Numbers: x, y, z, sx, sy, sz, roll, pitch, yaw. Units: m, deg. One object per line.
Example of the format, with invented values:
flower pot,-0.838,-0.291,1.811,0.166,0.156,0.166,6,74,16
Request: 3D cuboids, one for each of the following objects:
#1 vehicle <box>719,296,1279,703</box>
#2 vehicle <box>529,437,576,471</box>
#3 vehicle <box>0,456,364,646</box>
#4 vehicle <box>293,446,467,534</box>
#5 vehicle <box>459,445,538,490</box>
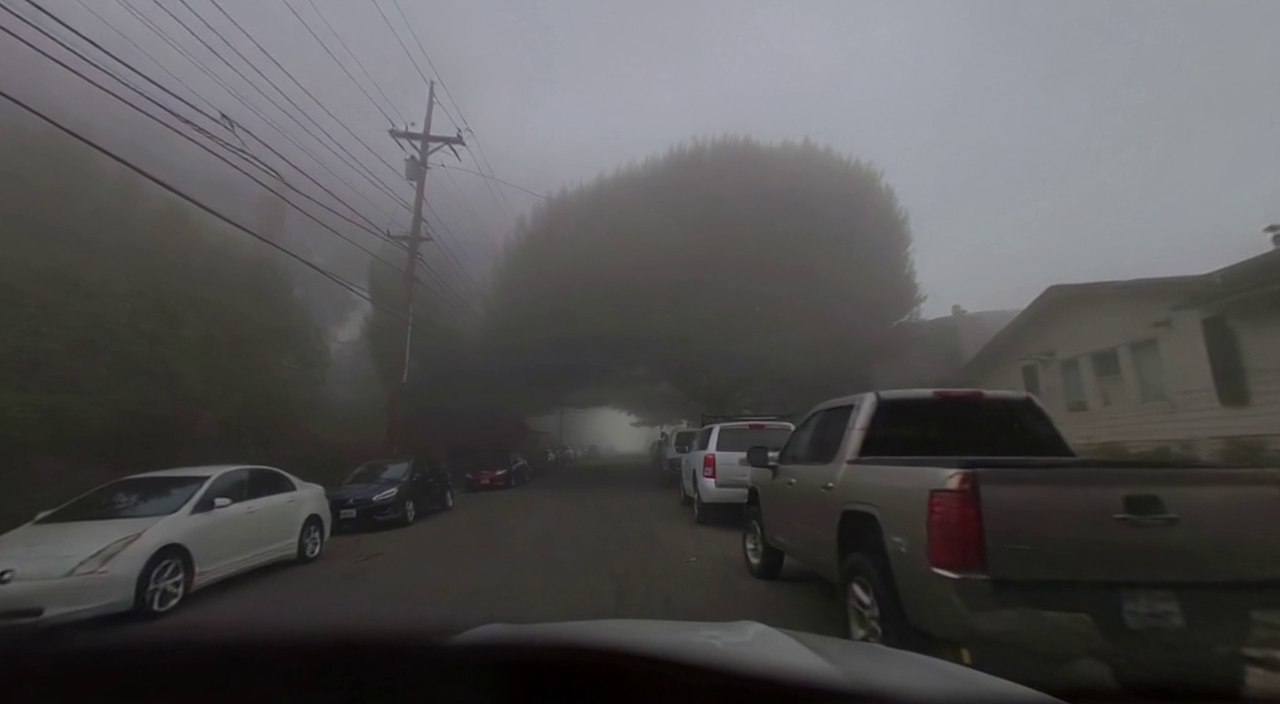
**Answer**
vehicle,1.940,1.041,4.471,2.032,1.839,4.597,0,-8,-2
vehicle,-5.373,6.358,39.669,2.280,1.953,5.092,0,-8,-1
vehicle,-5.191,1.969,7.305,1.932,1.431,4.198,-1,-8,3
vehicle,-5.255,2.800,13.502,1.796,1.532,4.244,0,-8,2
vehicle,-5.276,4.346,24.246,1.988,1.541,4.686,0,-8,0
